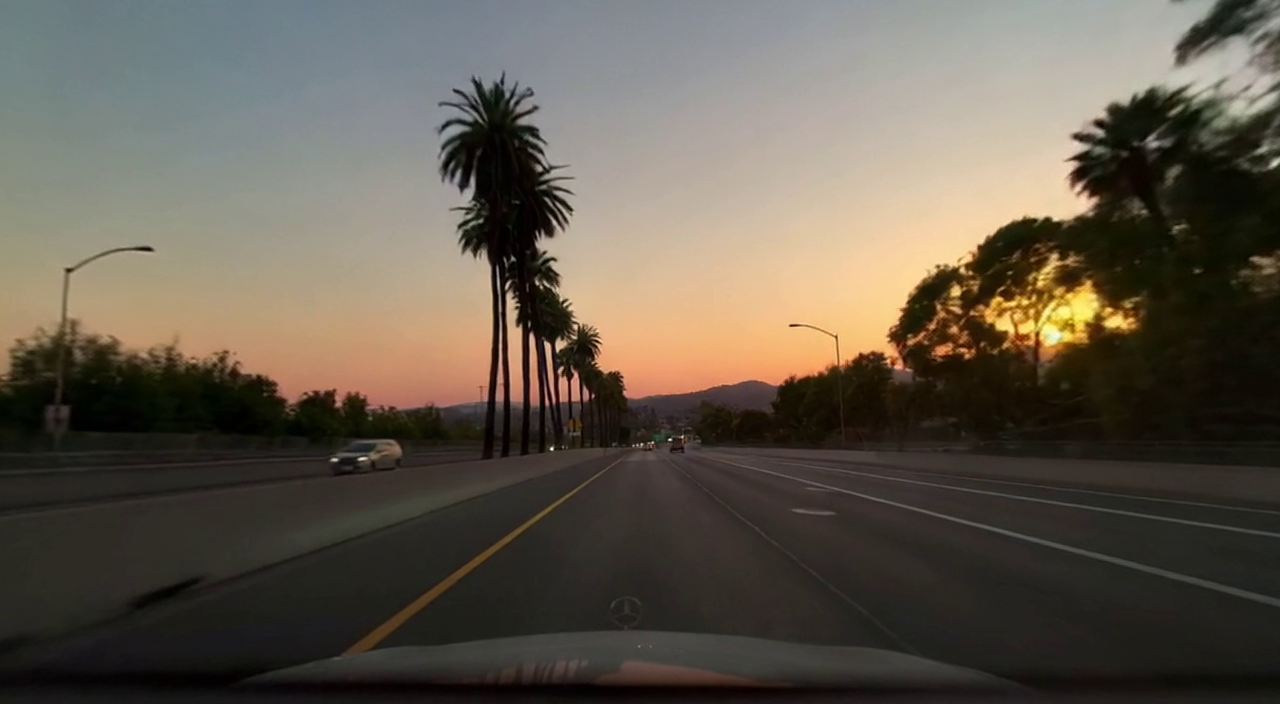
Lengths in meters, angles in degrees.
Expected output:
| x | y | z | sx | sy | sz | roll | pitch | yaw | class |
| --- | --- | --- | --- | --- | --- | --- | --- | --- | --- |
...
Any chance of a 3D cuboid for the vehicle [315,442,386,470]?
| x | y | z | sx | sy | sz | roll | pitch | yaw | class |
| --- | --- | --- | --- | --- | --- | --- | --- | --- | --- |
| -16.949 | 6.109 | 37.178 | 1.941 | 1.538 | 4.652 | 0 | -8 | 1 | vehicle |
